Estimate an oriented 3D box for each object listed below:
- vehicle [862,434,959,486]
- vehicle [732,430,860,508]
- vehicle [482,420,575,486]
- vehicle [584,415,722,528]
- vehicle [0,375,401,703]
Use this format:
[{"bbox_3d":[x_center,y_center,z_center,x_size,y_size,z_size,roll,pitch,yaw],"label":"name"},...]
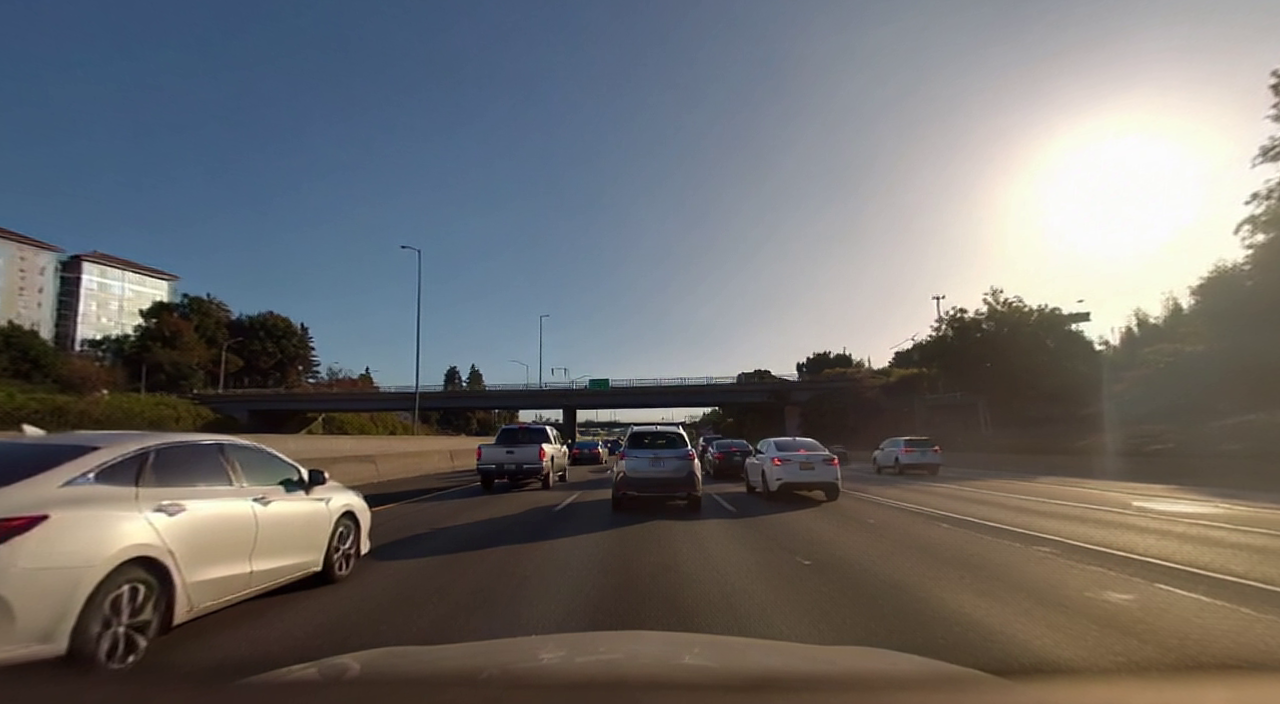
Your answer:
[{"bbox_3d":[10.250,4.102,24.237,1.977,1.795,4.208,0,-9,3],"label":"vehicle"},{"bbox_3d":[3.654,2.844,15.757,2.022,1.633,4.651,0,-9,0],"label":"vehicle"},{"bbox_3d":[-3.924,3.721,23.444,2.212,2.101,6.052,0,-9,1],"label":"vehicle"},{"bbox_3d":[0.233,2.207,12.142,2.181,1.756,4.167,0,-9,1],"label":"vehicle"},{"bbox_3d":[-3.636,1.149,4.348,2.014,1.579,4.761,0,-9,1],"label":"vehicle"}]
